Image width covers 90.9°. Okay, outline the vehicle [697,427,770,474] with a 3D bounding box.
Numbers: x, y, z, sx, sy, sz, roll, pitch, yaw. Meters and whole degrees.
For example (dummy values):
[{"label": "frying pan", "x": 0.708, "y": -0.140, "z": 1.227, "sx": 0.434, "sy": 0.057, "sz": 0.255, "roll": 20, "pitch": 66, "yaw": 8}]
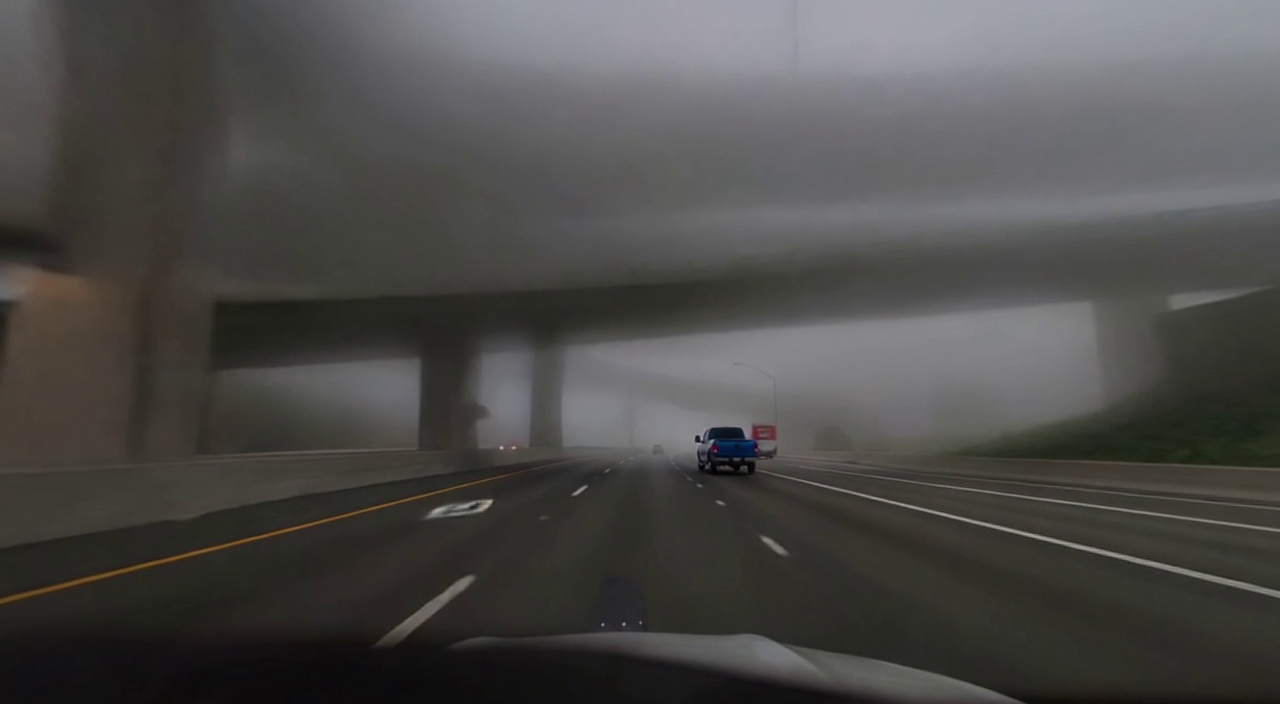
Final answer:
[{"label": "vehicle", "x": 4.271, "y": 4.644, "z": 29.919, "sx": 2.505, "sy": 2.020, "sz": 5.532, "roll": 0, "pitch": -8, "yaw": -1}]
